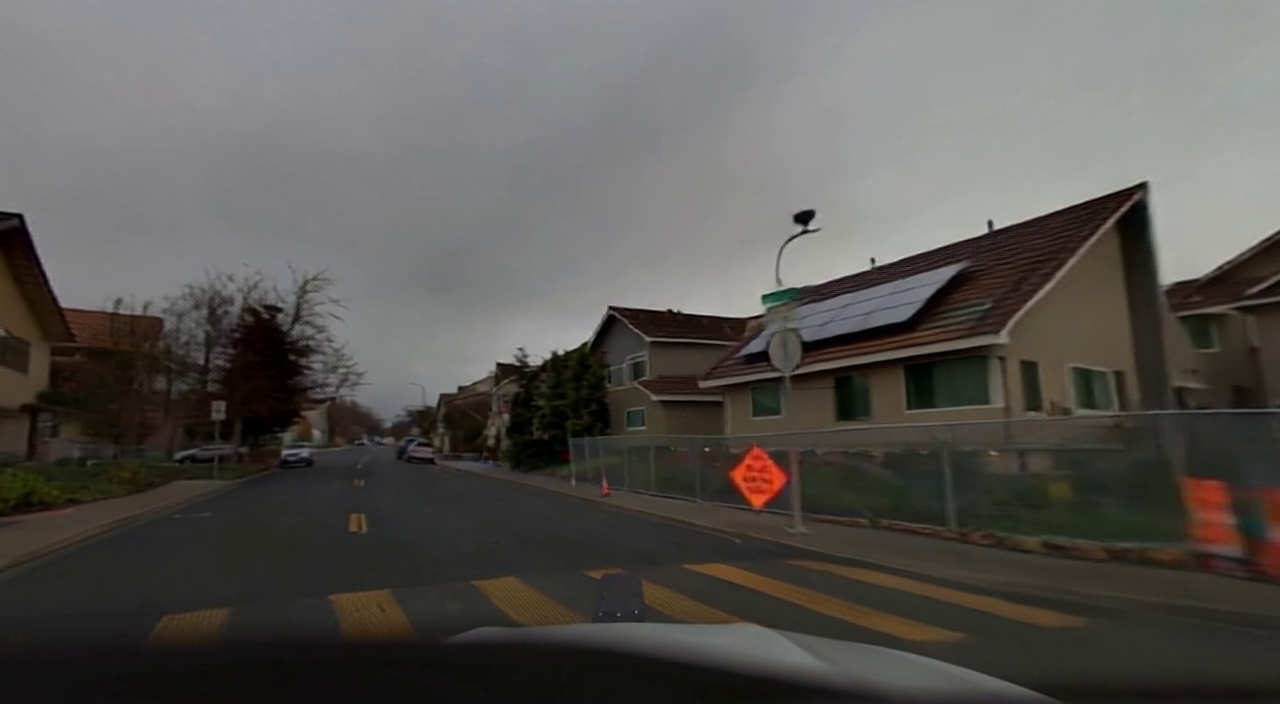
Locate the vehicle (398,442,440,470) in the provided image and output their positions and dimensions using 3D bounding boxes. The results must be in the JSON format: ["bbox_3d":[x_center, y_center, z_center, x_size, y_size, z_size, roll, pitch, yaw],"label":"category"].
[{"bbox_3d":[-12.842,5.972,36.461,1.998,1.494,3.927,3,-8,-22],"label":"vehicle"}]

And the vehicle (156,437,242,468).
[{"bbox_3d":[-29.317,6.717,42.007,4.205,1.745,2.121,1,-11,-19],"label":"vehicle"}]

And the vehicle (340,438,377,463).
[{"bbox_3d":[-20.596,7.197,46.279,2.050,1.742,4.197,3,-8,-19],"label":"vehicle"}]
